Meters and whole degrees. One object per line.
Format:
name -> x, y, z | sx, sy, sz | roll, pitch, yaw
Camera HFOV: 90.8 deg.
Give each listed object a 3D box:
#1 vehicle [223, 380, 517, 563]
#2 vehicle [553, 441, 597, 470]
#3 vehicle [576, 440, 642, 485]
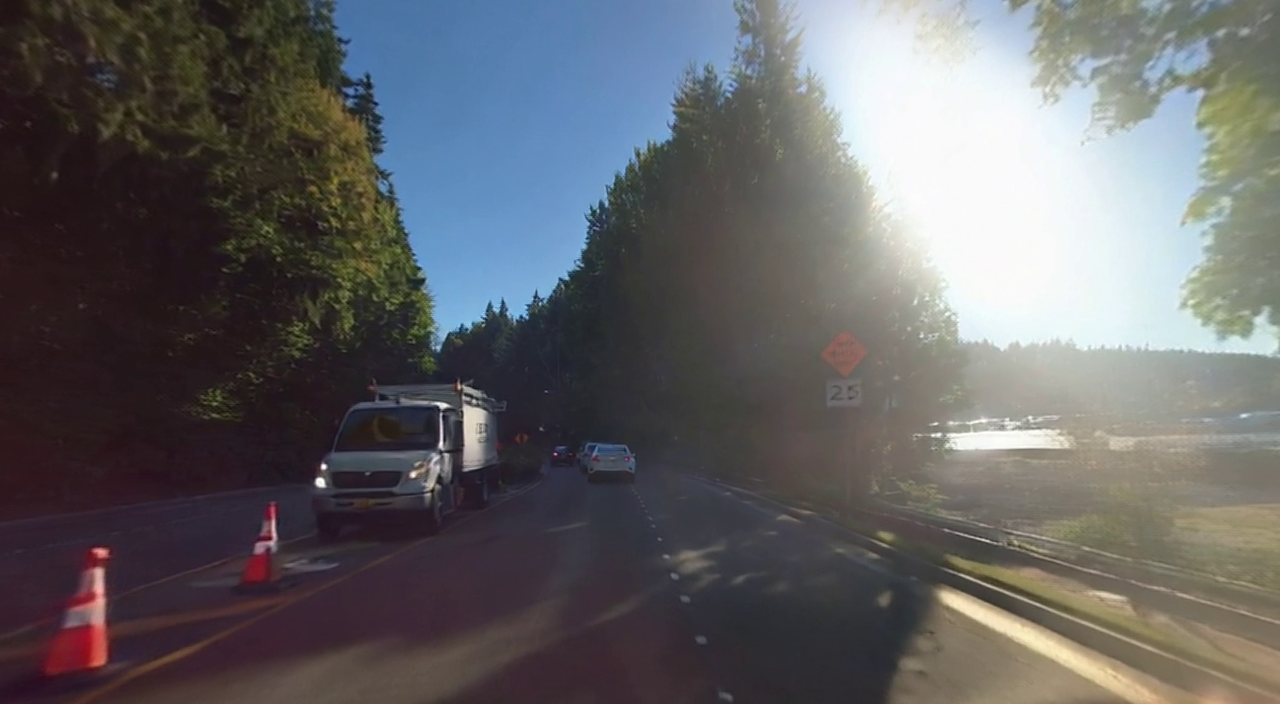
vehicle -> -3.668, 1.814, 10.365 | 2.671, 2.053, 6.074 | 1, -9, -6
vehicle -> -3.772, 5.865, 35.872 | 2.014, 1.510, 3.841 | 2, -9, -13
vehicle -> -1.254, 4.031, 23.393 | 2.186, 1.463, 4.356 | 1, -9, -6
